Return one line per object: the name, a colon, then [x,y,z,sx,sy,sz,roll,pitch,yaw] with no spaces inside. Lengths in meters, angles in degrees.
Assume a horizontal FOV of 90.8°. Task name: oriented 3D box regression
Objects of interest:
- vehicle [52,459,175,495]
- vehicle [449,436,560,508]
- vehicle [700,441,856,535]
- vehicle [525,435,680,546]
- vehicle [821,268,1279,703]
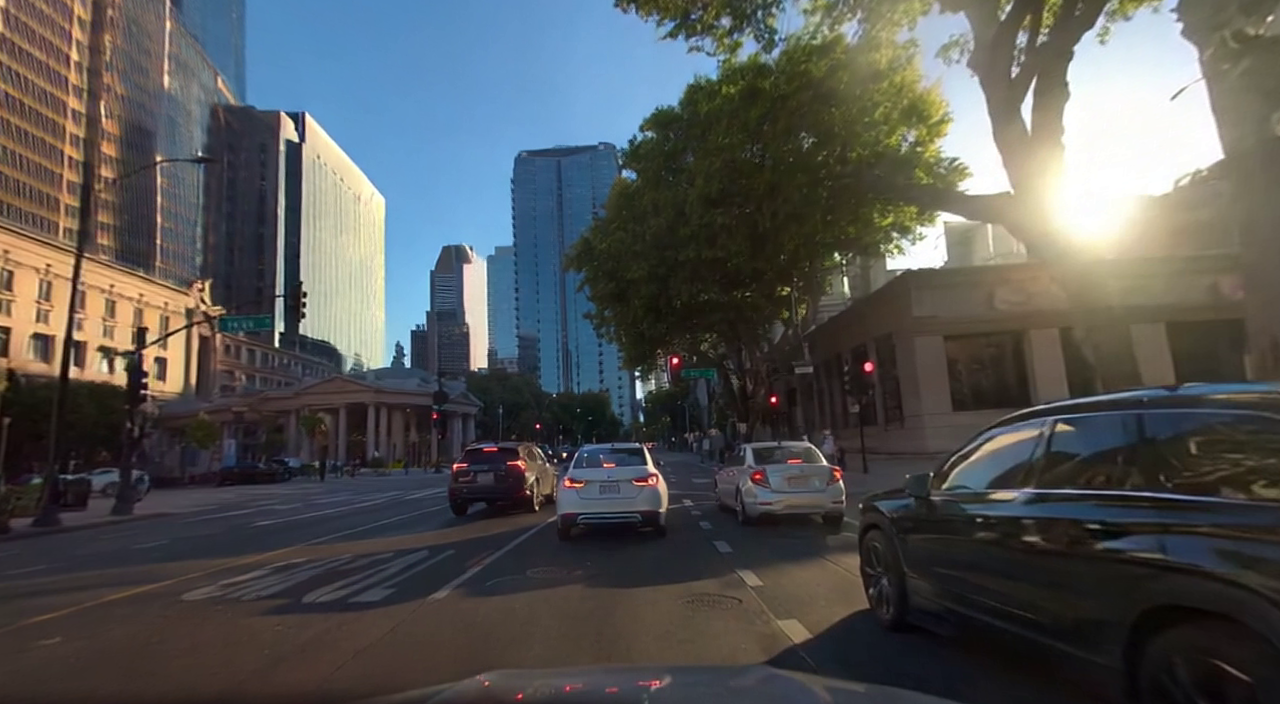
vehicle: [-27.795,6.581,33.498,4.612,1.752,1.953,0,-9,-4]
vehicle: [-3.451,3.148,17.113,2.045,1.633,4.864,0,-9,-1]
vehicle: [2.341,2.433,11.958,1.943,1.449,4.202,0,-9,-1]
vehicle: [-0.522,2.190,10.672,2.096,1.492,4.071,0,-9,0]
vehicle: [2.650,0.937,3.244,2.096,1.775,4.440,0,-9,0]
